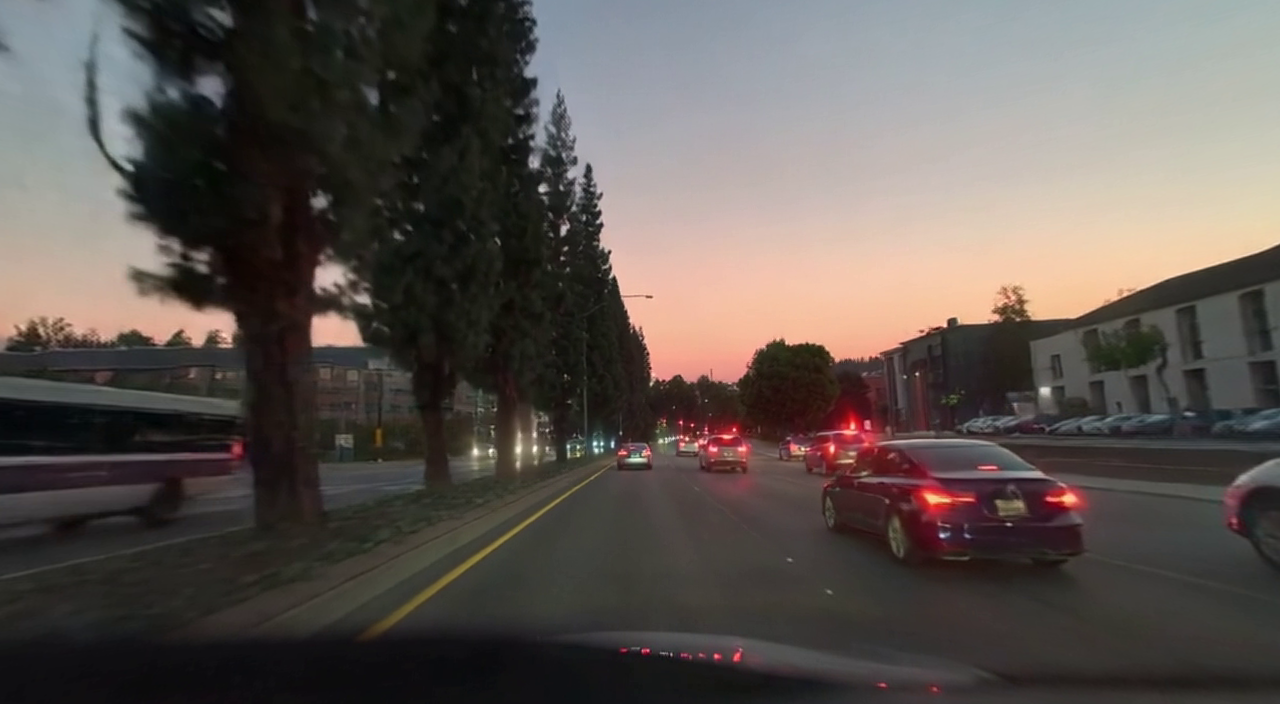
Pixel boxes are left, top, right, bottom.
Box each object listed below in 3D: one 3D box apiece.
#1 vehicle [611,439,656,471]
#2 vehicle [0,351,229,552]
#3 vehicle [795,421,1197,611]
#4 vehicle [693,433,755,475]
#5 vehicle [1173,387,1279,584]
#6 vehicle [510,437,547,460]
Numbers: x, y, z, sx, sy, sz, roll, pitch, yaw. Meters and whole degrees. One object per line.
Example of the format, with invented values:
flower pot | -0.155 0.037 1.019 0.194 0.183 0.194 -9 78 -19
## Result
vehicle | -0.315 5.237 31.991 2.111 1.506 4.018 0 -9 0
vehicle | -8.310 1.245 7.873 2.396 2.216 5.698 0 -9 0
vehicle | 3.415 1.664 7.376 2.010 1.490 4.639 0 -9 0
vehicle | 3.677 4.576 28.349 2.130 1.718 4.310 0 -9 -1
vehicle | 7.135 1.042 4.487 2.188 1.840 5.050 0 -9 0
vehicle | -8.077 7.033 45.755 1.939 1.574 3.820 0 -9 1
